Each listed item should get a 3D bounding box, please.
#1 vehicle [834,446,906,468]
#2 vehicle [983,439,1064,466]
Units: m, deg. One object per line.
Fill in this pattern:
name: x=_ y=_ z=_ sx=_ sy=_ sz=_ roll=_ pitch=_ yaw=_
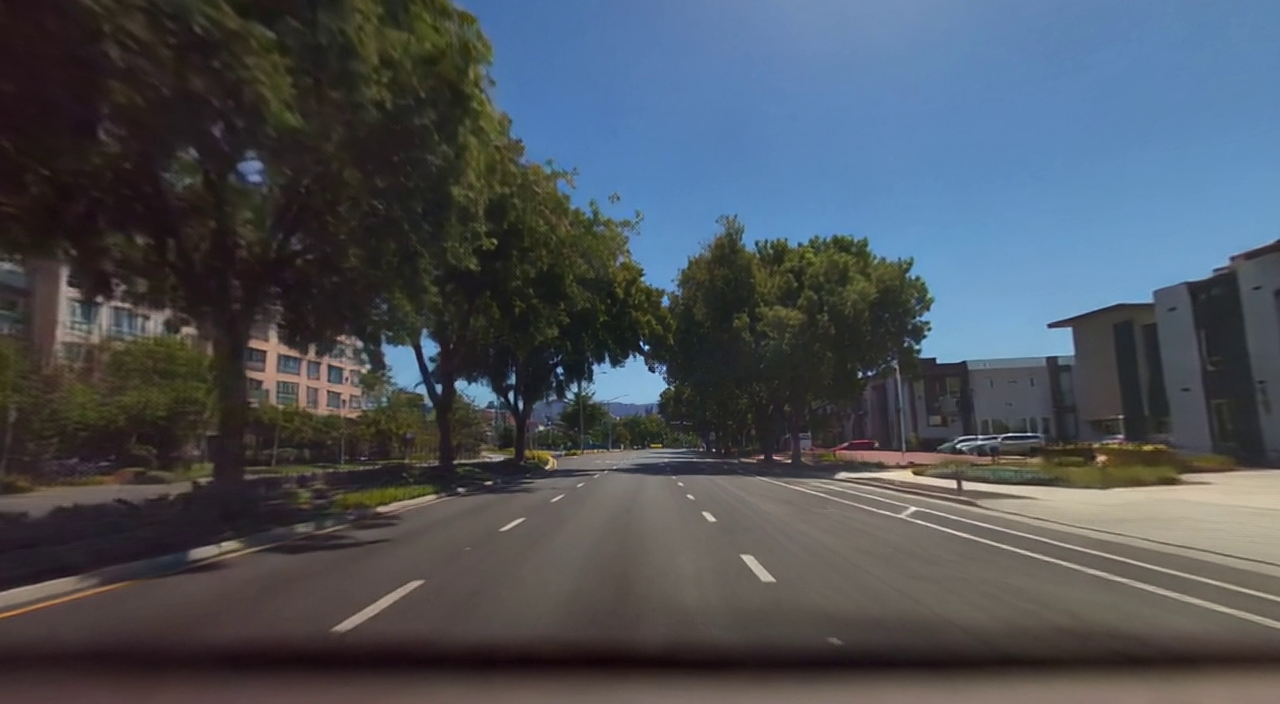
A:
vehicle: x=16.196 y=7.386 z=44.484 sx=4.331 sy=1.469 sz=2.008 roll=-1 pitch=-9 yaw=4
vehicle: x=28.491 y=7.487 z=46.824 sx=4.627 sy=1.659 sz=1.882 roll=-4 pitch=-7 yaw=3
